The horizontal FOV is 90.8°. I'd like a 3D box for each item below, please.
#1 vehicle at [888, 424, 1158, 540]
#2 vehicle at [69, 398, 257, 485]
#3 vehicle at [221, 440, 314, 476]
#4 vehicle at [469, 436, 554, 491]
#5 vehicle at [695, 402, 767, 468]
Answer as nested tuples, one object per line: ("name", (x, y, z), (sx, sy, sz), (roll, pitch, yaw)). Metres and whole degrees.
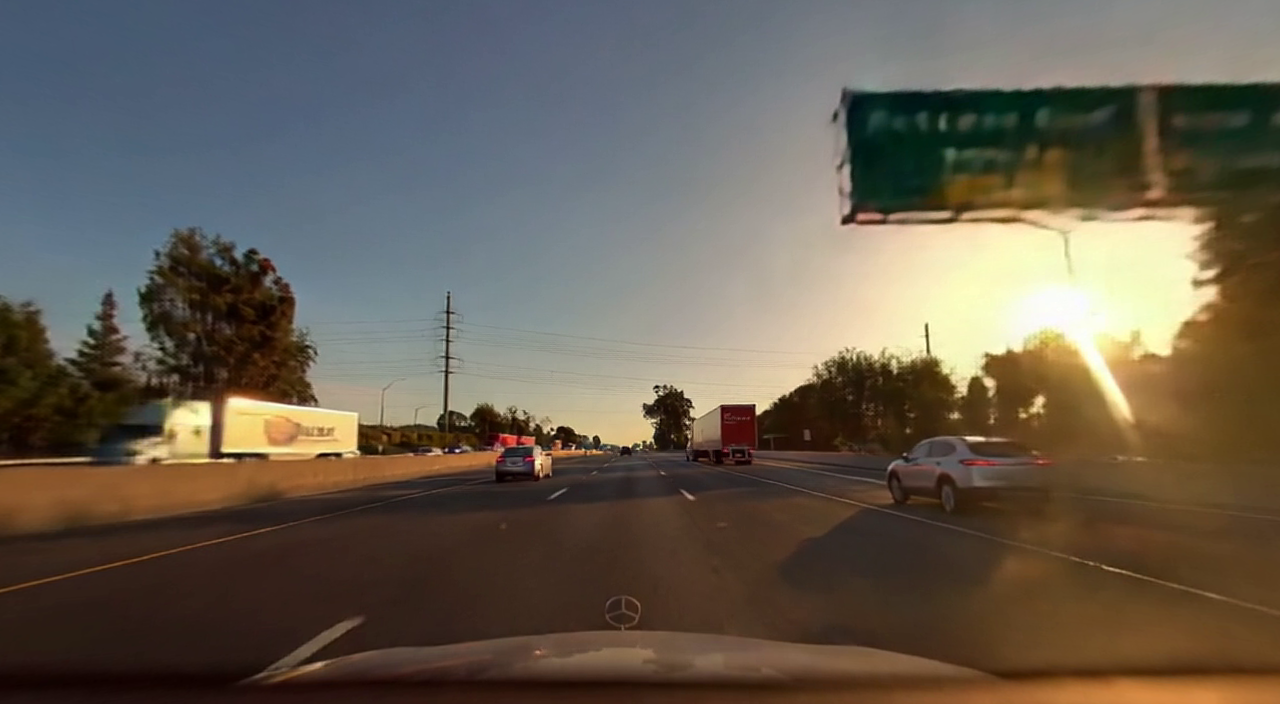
("vehicle", (6.365, 2.195, 11.308), (1.991, 1.647, 4.409), (0, -9, -1))
("vehicle", (-20.564, 3.972, 27.932), (2.949, 3.338, 6.668), (0, -9, 0))
("vehicle", (-16.492, 4.702, 28.183), (1.805, 1.492, 3.824), (0, -9, -1))
("vehicle", (-4.212, 3.726, 21.447), (2.027, 1.651, 4.099), (0, -9, 0))
("vehicle", (6.489, 6.479, 48.224), (2.919, 4.195, 15.833), (0, -9, -1))
